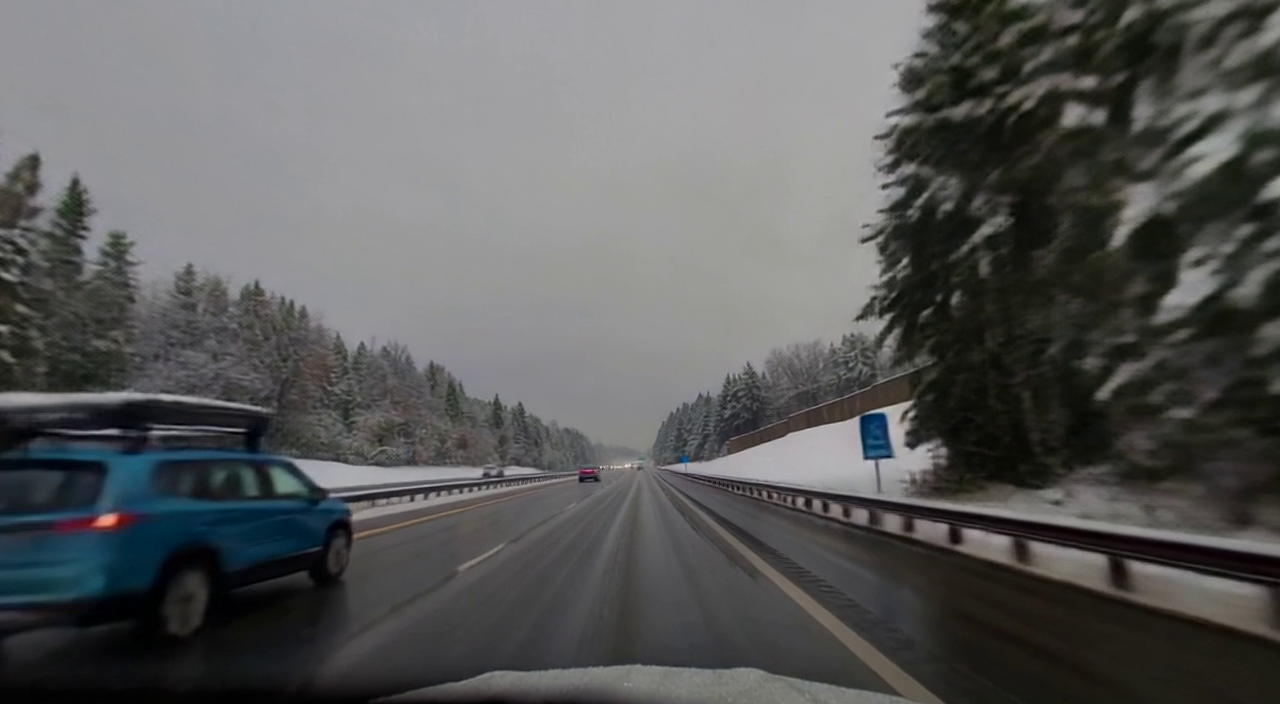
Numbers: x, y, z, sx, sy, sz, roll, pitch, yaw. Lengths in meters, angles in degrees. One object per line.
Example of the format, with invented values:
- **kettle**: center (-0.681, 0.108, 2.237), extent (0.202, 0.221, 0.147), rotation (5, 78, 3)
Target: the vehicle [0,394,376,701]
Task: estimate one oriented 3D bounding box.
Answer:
- **vehicle**: center (-4.355, 1.447, 5.663), extent (2.022, 1.650, 4.331), rotation (1, -11, 0)
